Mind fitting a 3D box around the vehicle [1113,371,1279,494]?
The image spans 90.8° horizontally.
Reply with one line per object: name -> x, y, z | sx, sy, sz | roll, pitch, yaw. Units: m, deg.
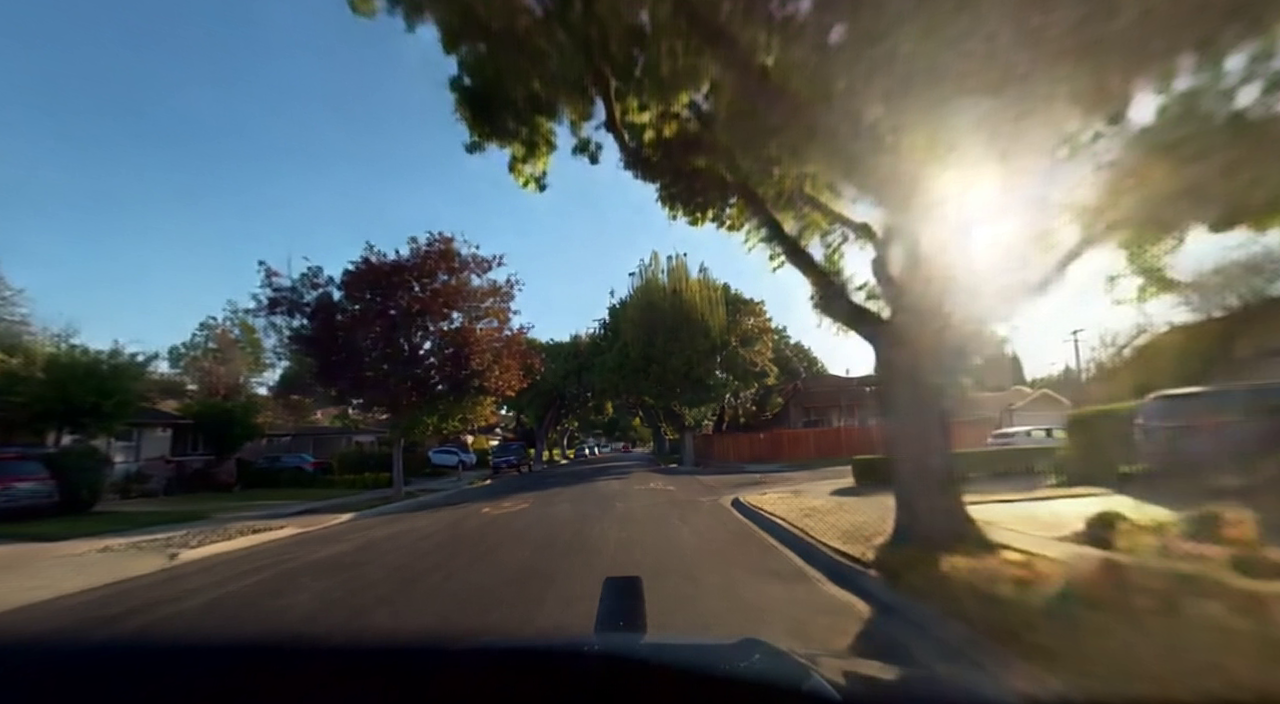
vehicle -> 12.170, 1.480, 11.626 | 5.367, 1.953, 2.257 | 1, -8, -9

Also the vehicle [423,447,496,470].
vehicle -> -12.691, 7.486, 44.596 | 4.538, 1.578, 2.000 | 0, -8, 1

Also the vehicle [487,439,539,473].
vehicle -> -7.765, 6.438, 39.008 | 2.091, 1.912, 4.598 | 0, -10, 2

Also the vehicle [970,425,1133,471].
vehicle -> 13.583, 3.207, 21.066 | 4.086, 1.450, 1.830 | -1, -8, 3
